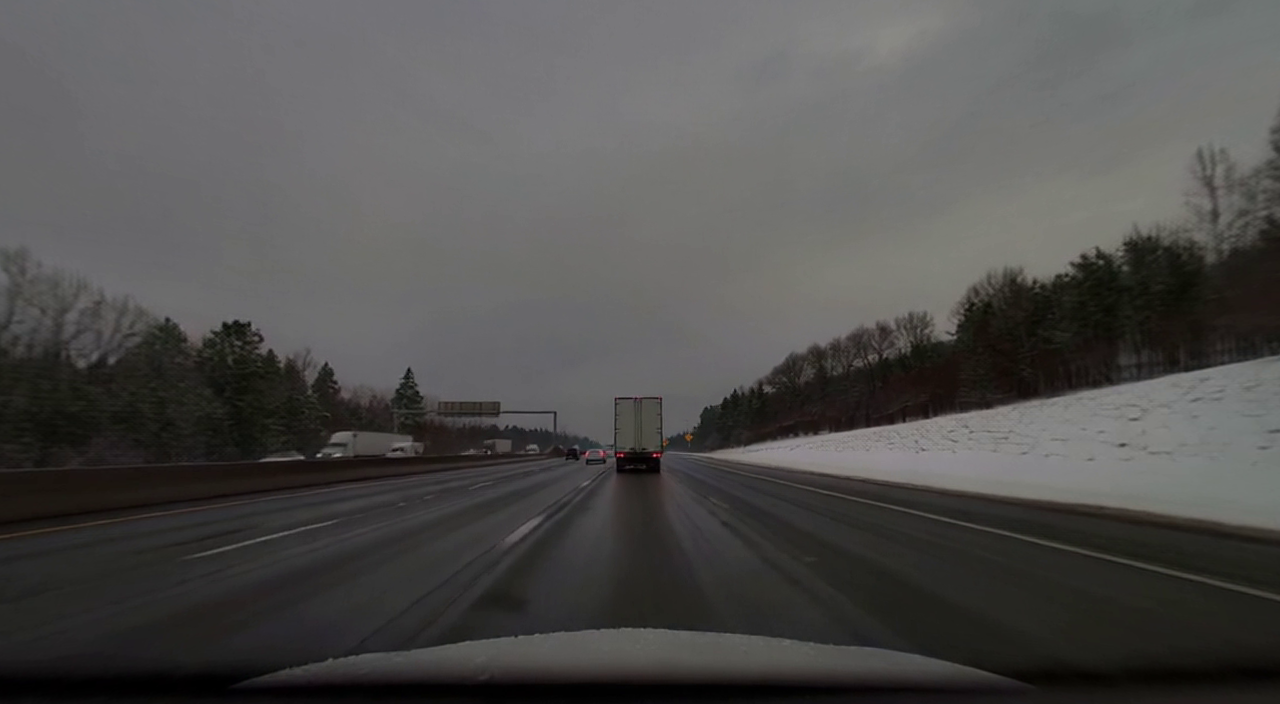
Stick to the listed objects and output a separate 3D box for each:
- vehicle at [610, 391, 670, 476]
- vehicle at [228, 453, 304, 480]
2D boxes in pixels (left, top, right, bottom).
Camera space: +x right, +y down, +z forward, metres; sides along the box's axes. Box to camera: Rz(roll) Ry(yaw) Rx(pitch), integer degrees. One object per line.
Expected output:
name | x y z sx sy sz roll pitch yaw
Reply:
vehicle | -0.143 4.862 36.540 2.875 4.056 12.312 0 -9 -1
vehicle | -22.335 6.840 37.811 1.893 1.467 4.422 0 -9 -1
